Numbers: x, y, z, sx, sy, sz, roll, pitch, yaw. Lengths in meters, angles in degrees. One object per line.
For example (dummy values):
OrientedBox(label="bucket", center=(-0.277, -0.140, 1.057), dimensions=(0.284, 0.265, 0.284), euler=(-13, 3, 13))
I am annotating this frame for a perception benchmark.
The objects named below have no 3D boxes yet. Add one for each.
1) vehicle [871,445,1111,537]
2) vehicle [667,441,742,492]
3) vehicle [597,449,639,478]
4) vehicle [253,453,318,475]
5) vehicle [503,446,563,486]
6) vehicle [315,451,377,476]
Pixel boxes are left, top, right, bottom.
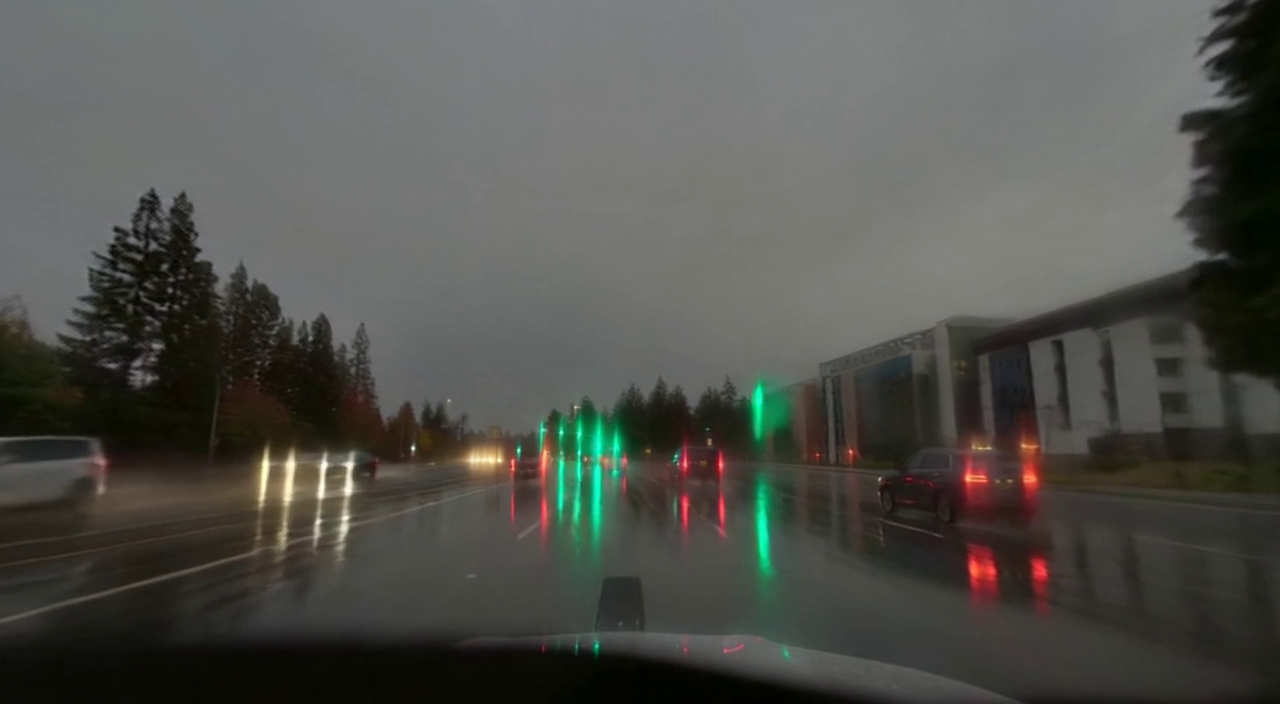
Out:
OrientedBox(label="vehicle", center=(6.281, 2.489, 12.044), dimensions=(1.945, 1.408, 4.288), euler=(0, -9, -3))
OrientedBox(label="vehicle", center=(2.333, 4.287, 24.041), dimensions=(2.161, 1.716, 4.194), euler=(1, -9, -4))
OrientedBox(label="vehicle", center=(-1.312, 6.231, 35.472), dimensions=(2.155, 1.486, 4.403), euler=(1, -9, -4))
OrientedBox(label="vehicle", center=(-25.606, 8.063, 45.806), dimensions=(2.016, 1.475, 4.706), euler=(0, -9, 0))
OrientedBox(label="vehicle", center=(-4.744, 5.099, 28.576), dimensions=(2.172, 1.671, 4.175), euler=(0, -9, -3))
OrientedBox(label="vehicle", center=(-19.310, 7.305, 41.716), dimensions=(1.918, 1.469, 4.780), euler=(0, -9, -2))
